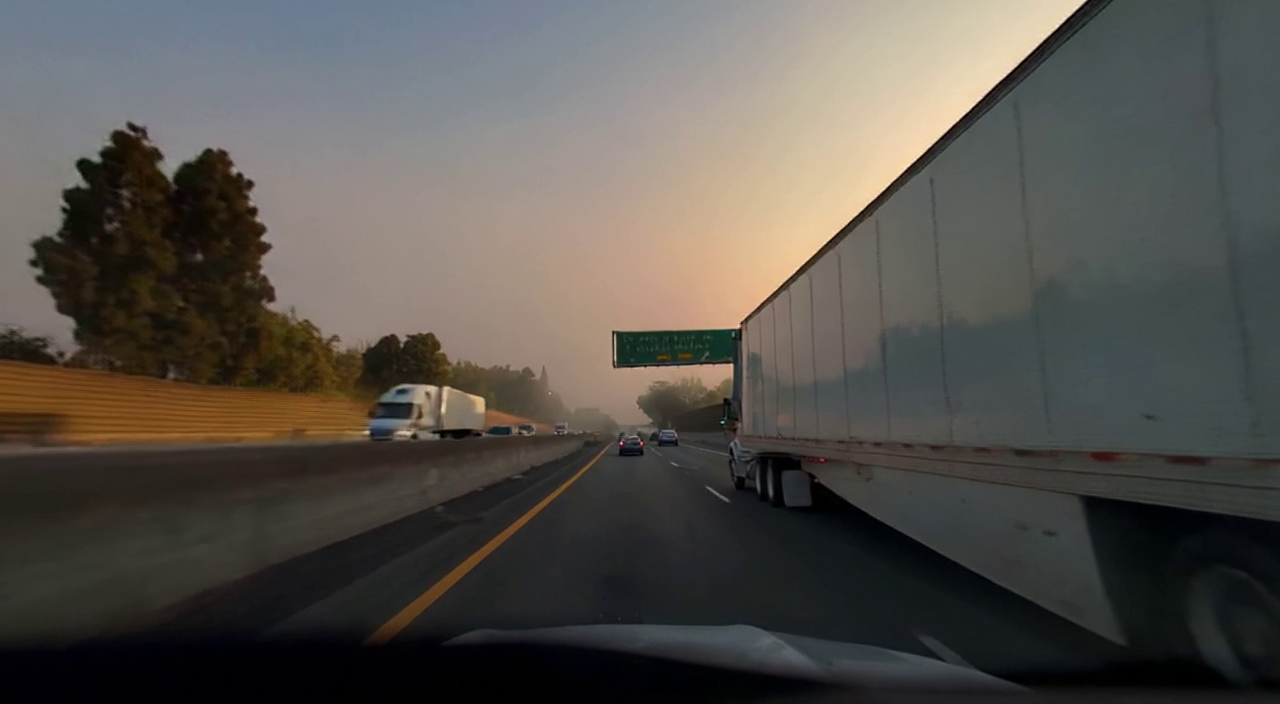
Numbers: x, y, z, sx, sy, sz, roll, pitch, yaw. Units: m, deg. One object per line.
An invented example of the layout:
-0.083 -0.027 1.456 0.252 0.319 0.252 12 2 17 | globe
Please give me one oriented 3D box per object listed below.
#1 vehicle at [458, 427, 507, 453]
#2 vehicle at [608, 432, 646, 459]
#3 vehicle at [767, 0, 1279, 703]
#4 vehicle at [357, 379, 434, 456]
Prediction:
-9.475 5.340 38.272 1.906 1.499 4.537 0 -8 -1 | vehicle
-0.767 5.577 37.761 2.119 1.480 4.000 0 -8 -1 | vehicle
4.252 0.060 5.883 2.953 4.045 13.843 0 -8 -1 | vehicle
-13.054 3.553 33.889 2.996 3.936 2.677 0 -8 -1 | vehicle
